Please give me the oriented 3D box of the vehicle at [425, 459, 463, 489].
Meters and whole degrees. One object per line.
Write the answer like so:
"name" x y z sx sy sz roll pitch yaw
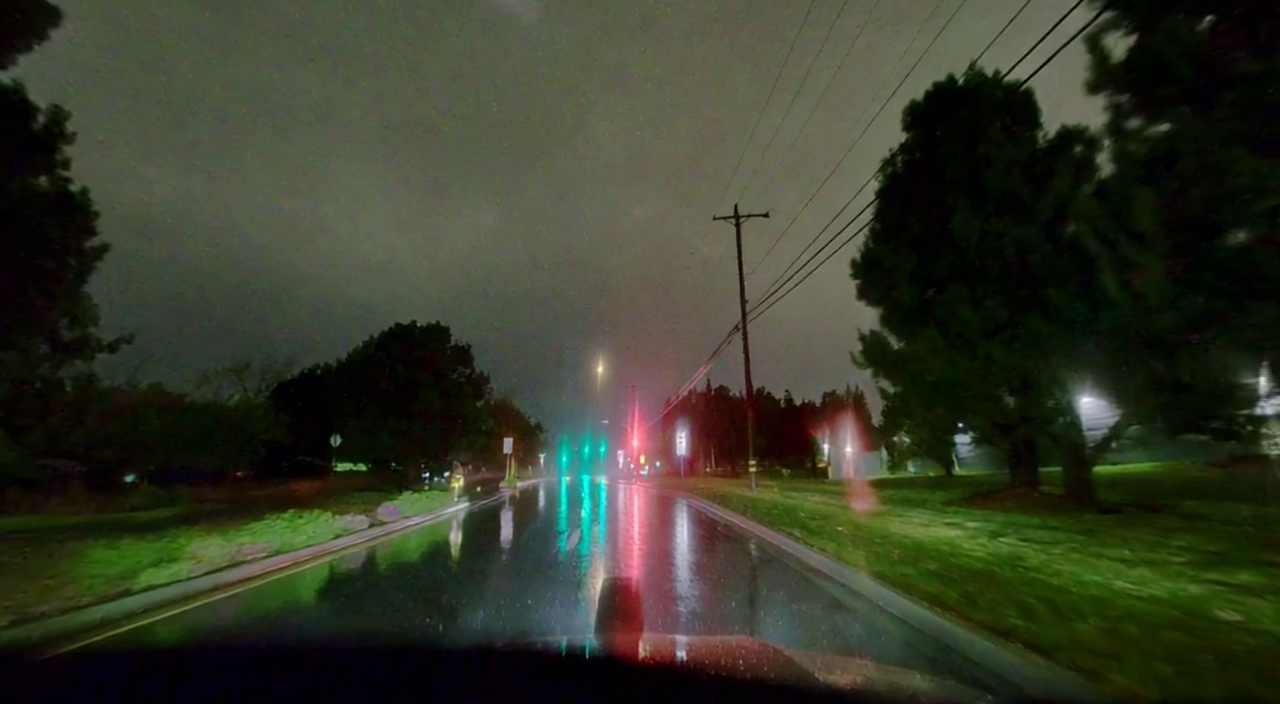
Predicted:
"vehicle" -13.188 8.128 42.184 1.861 1.736 4.241 2 -9 -25
